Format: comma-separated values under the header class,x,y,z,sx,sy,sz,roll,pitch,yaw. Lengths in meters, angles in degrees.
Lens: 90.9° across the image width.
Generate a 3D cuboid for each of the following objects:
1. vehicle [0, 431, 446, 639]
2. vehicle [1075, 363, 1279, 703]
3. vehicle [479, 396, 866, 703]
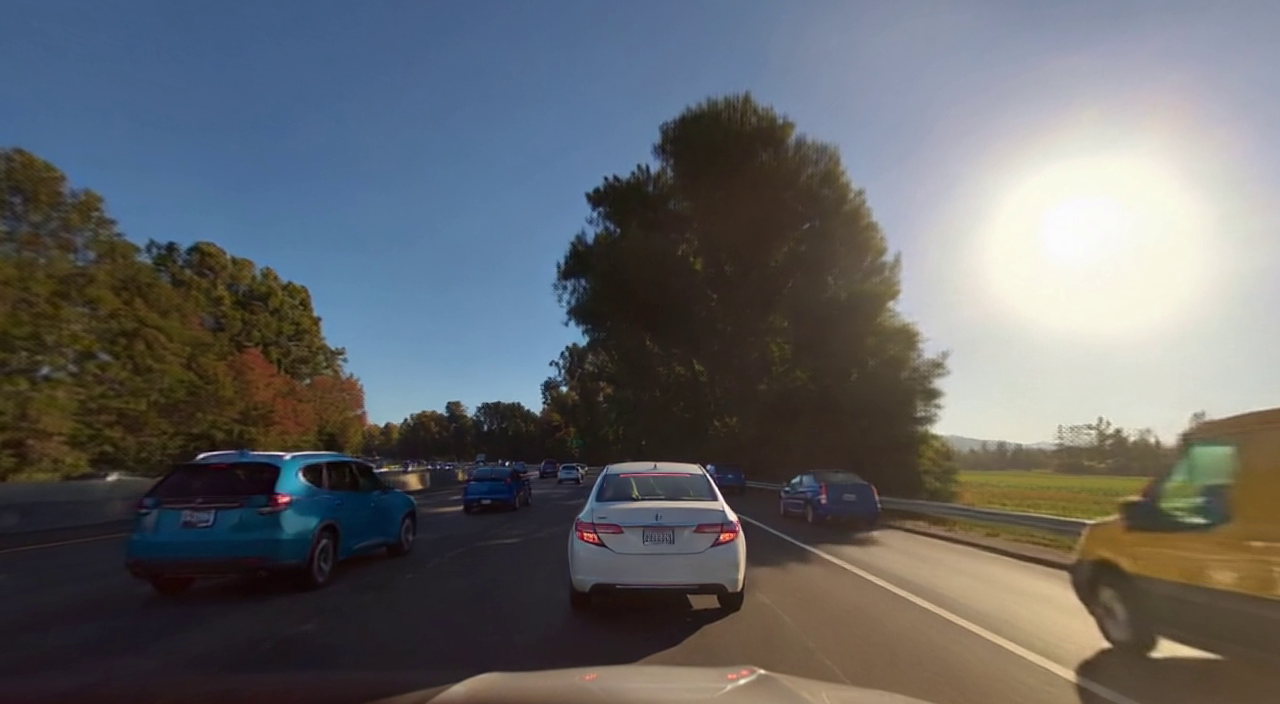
class,x,y,z,sx,sy,sz,roll,pitch,yaw
vehicle,-3.904,1.807,7.055,1.994,1.556,4.263,0,-11,1
vehicle,4.394,0.895,2.659,1.984,1.876,4.287,1,-11,0
vehicle,0.141,1.493,5.507,2.057,1.725,4.126,1,-11,-1
